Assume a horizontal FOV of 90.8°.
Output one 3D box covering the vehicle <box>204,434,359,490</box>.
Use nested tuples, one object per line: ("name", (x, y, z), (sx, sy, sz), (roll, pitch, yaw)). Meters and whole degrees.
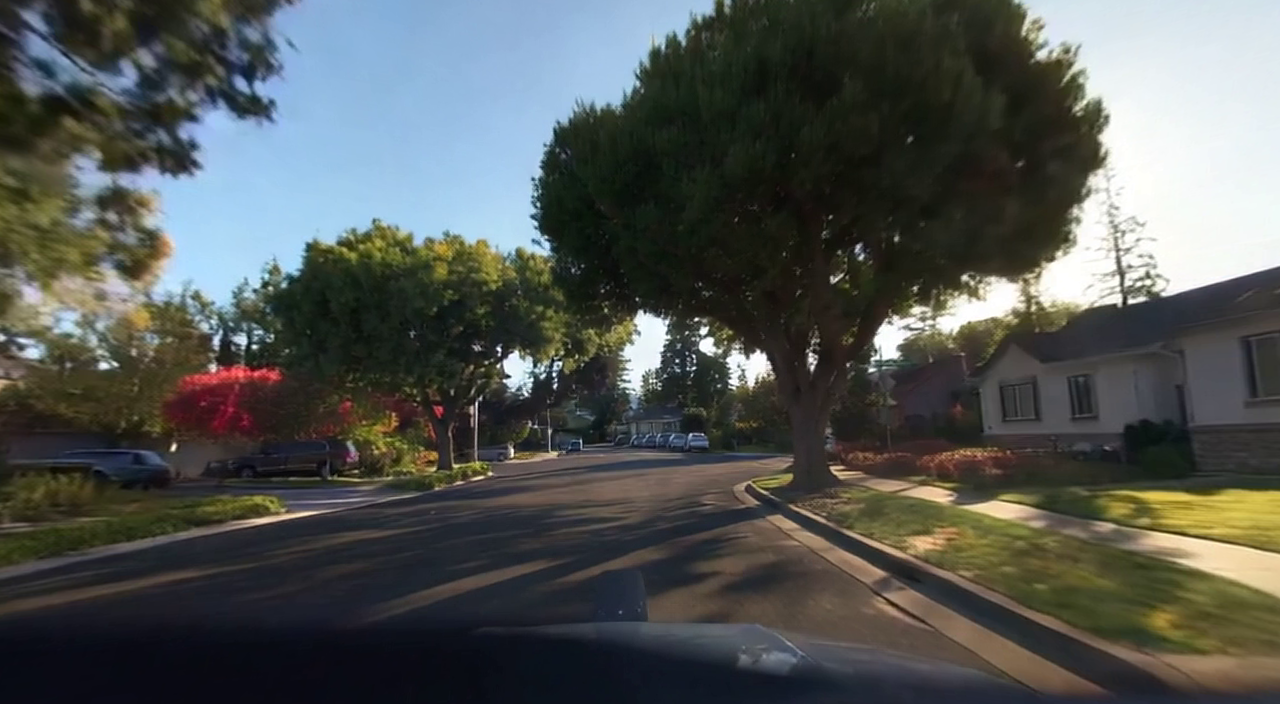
("vehicle", (-14.607, 4.493, 25.998), (5.045, 1.835, 2.315), (-4, -9, 2))
